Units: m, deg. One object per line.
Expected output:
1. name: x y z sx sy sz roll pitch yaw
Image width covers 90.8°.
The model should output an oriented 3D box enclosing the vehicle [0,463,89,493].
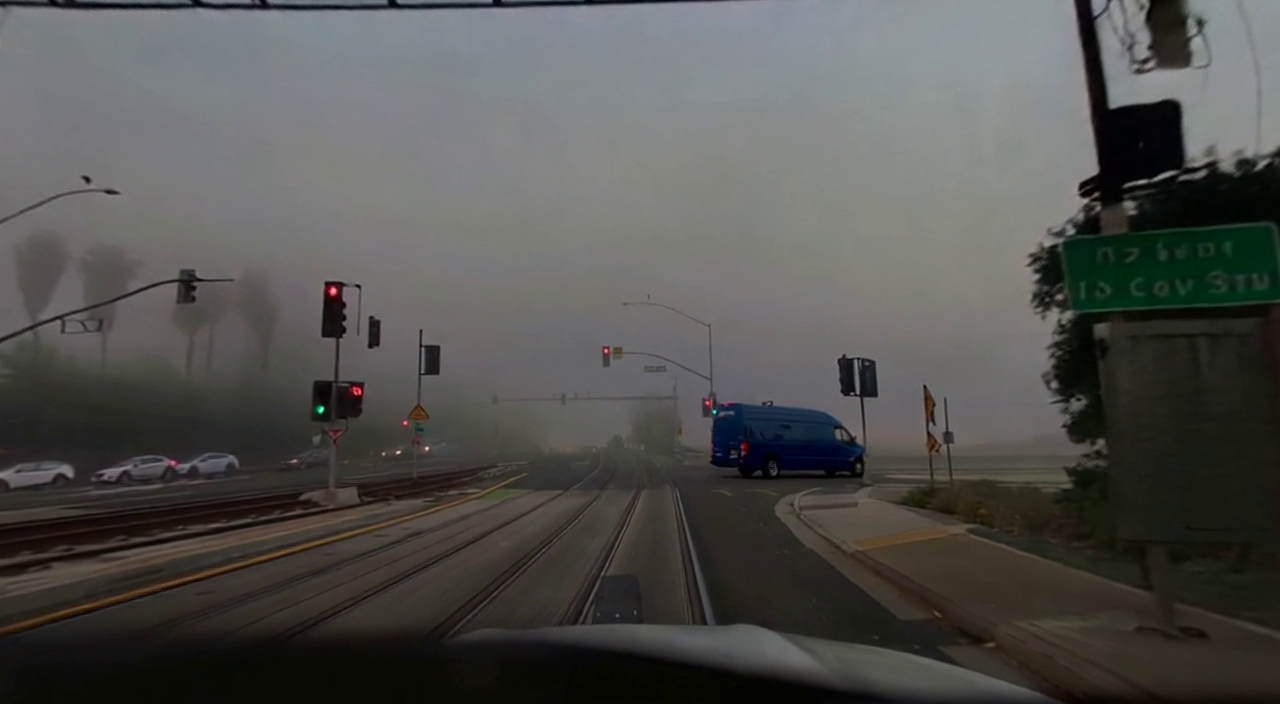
1. vehicle: -32.741 6.733 33.928 4.283 1.497 1.964 0 -9 -2

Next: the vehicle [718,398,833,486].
1. vehicle: 5.224 3.440 24.138 2.606 3.020 4.180 -7 -11 39

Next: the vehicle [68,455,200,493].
1. vehicle: -22.184 5.280 27.725 4.881 1.477 2.204 -3 -9 20

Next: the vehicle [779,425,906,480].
1. vehicle: 9.019 4.408 27.843 6.055 2.140 2.266 7 -11 -38
